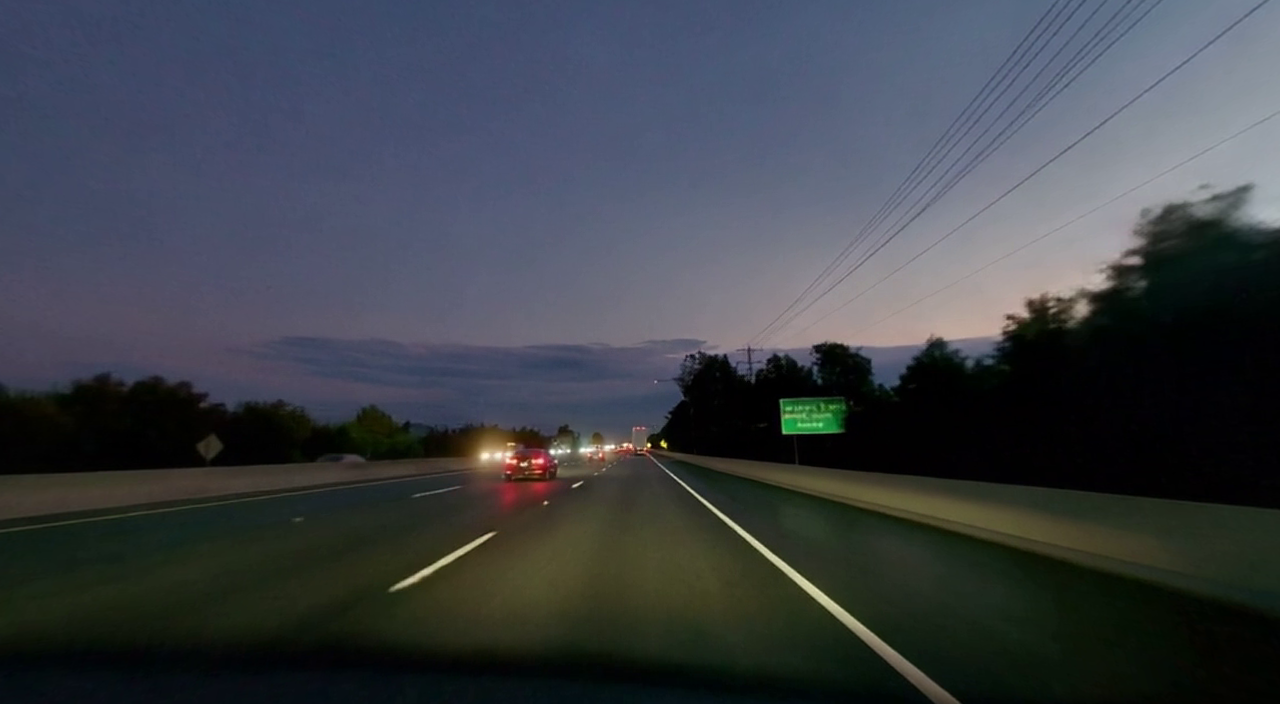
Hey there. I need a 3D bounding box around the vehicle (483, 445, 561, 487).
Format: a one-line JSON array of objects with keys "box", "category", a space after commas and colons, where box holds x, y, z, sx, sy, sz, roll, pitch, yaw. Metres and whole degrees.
[{"box": [-4.421, 4.360, 24.348, 2.106, 1.445, 4.404, 0, -9, 0], "category": "vehicle"}]
